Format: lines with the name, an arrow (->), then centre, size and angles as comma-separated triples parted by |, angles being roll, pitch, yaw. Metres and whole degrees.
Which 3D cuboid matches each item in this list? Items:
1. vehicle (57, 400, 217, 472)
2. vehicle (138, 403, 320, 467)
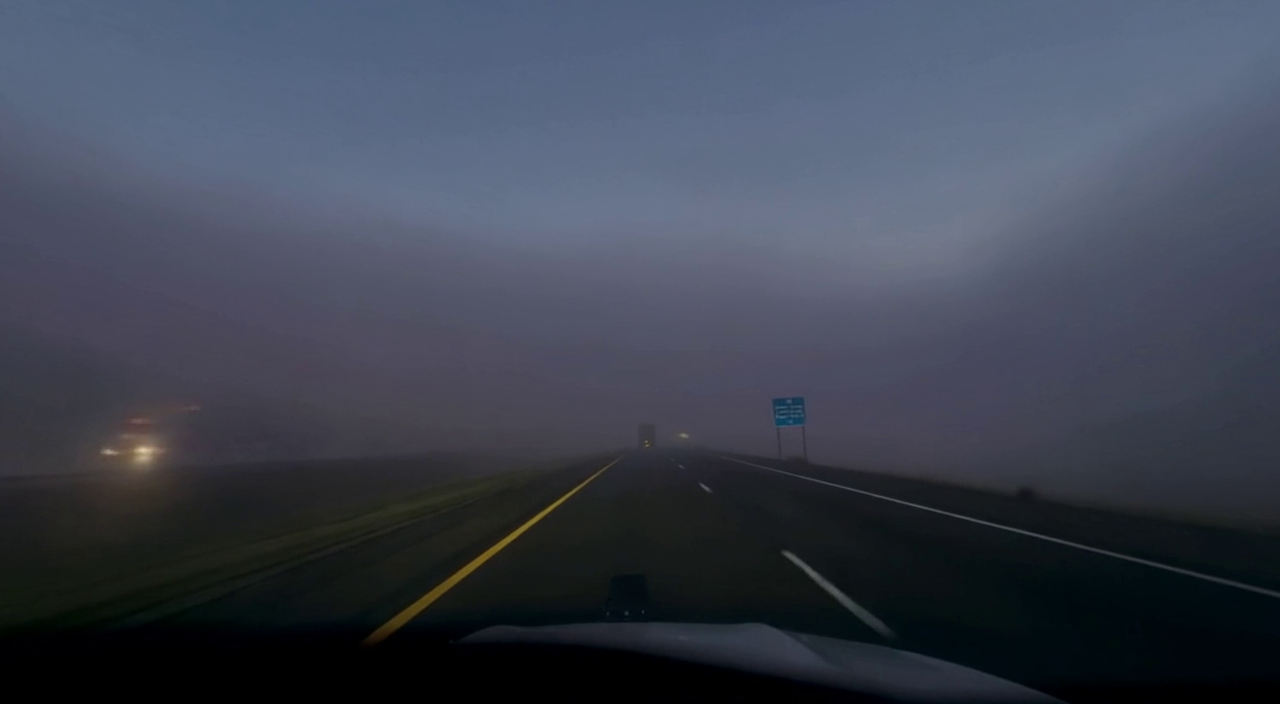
vehicle -> -31.535, 5.401, 40.199 | 3.254, 4.072, 8.127 | 0, -8, 1
vehicle -> -31.288, 6.660, 49.808 | 2.899, 4.188, 16.557 | 0, -8, 2
